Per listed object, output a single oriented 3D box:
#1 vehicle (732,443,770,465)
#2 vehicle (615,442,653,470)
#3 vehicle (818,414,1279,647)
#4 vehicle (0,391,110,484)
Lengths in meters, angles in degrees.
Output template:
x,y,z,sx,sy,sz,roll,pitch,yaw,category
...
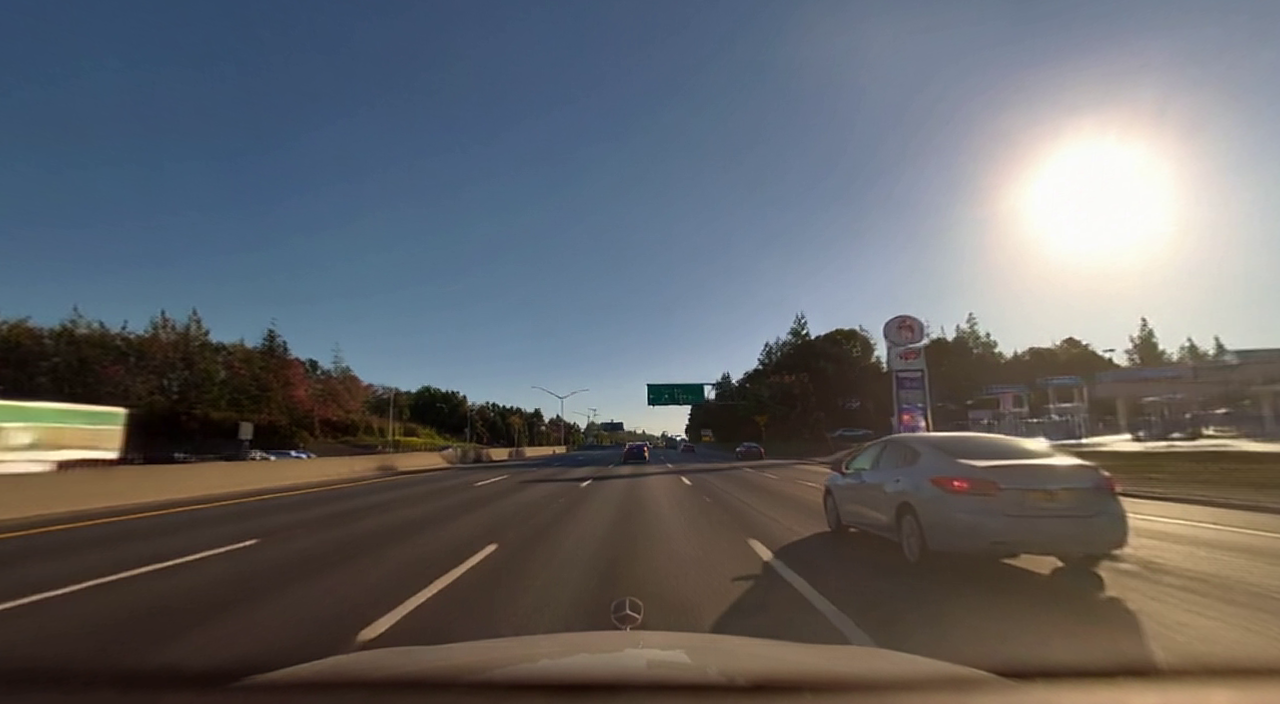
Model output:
x,y,z,sx,sy,sz,roll,pitch,yaw,category
7.770,7.193,44.495,1.867,1.463,4.295,0,-8,-1,vehicle
-0.331,5.771,35.155,1.999,1.473,4.351,0,-8,0,vehicle
3.588,1.505,6.479,2.172,1.490,4.668,0,-8,0,vehicle
-29.074,3.659,26.940,2.967,3.957,11.098,0,-8,1,vehicle
